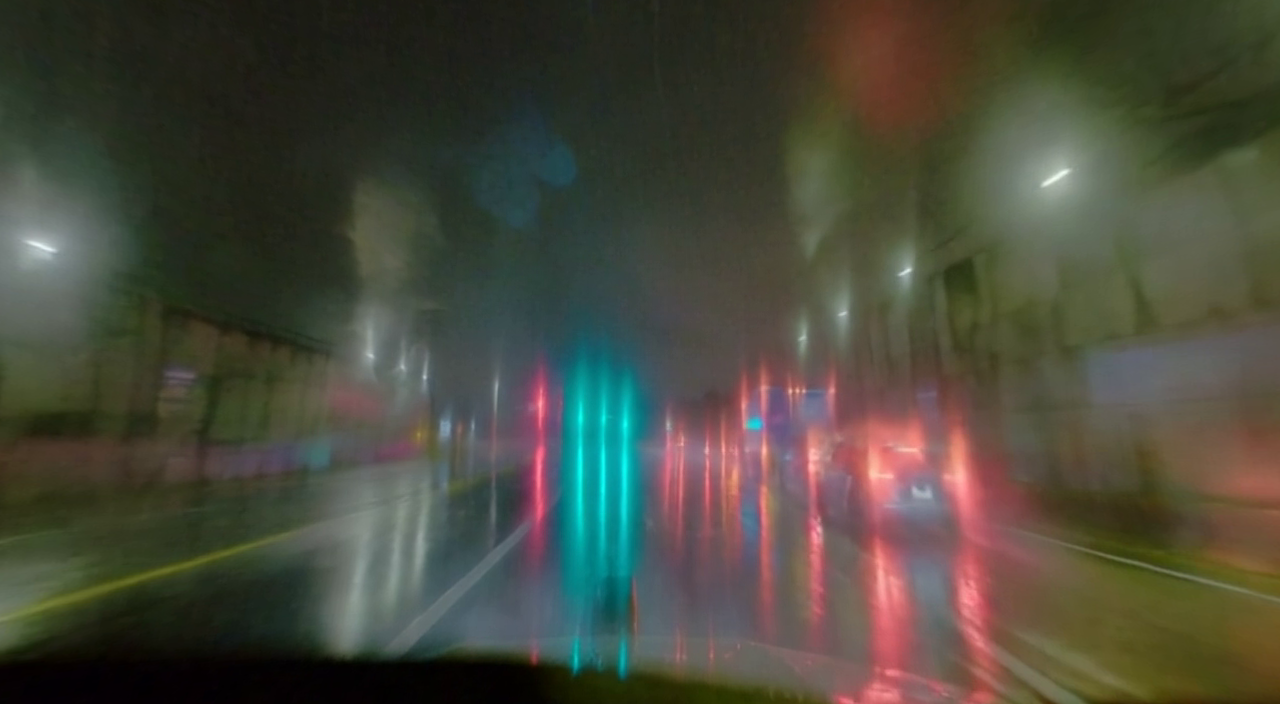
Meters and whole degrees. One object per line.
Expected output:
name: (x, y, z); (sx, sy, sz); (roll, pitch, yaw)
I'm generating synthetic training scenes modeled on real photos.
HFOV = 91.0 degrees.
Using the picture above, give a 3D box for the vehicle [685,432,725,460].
vehicle: (4.395, 6.401, 42.978); (1.917, 1.748, 4.003); (0, -8, -6)

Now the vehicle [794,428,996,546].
vehicle: (3.764, 2.024, 10.142); (1.947, 1.475, 3.962); (-1, -8, 6)
